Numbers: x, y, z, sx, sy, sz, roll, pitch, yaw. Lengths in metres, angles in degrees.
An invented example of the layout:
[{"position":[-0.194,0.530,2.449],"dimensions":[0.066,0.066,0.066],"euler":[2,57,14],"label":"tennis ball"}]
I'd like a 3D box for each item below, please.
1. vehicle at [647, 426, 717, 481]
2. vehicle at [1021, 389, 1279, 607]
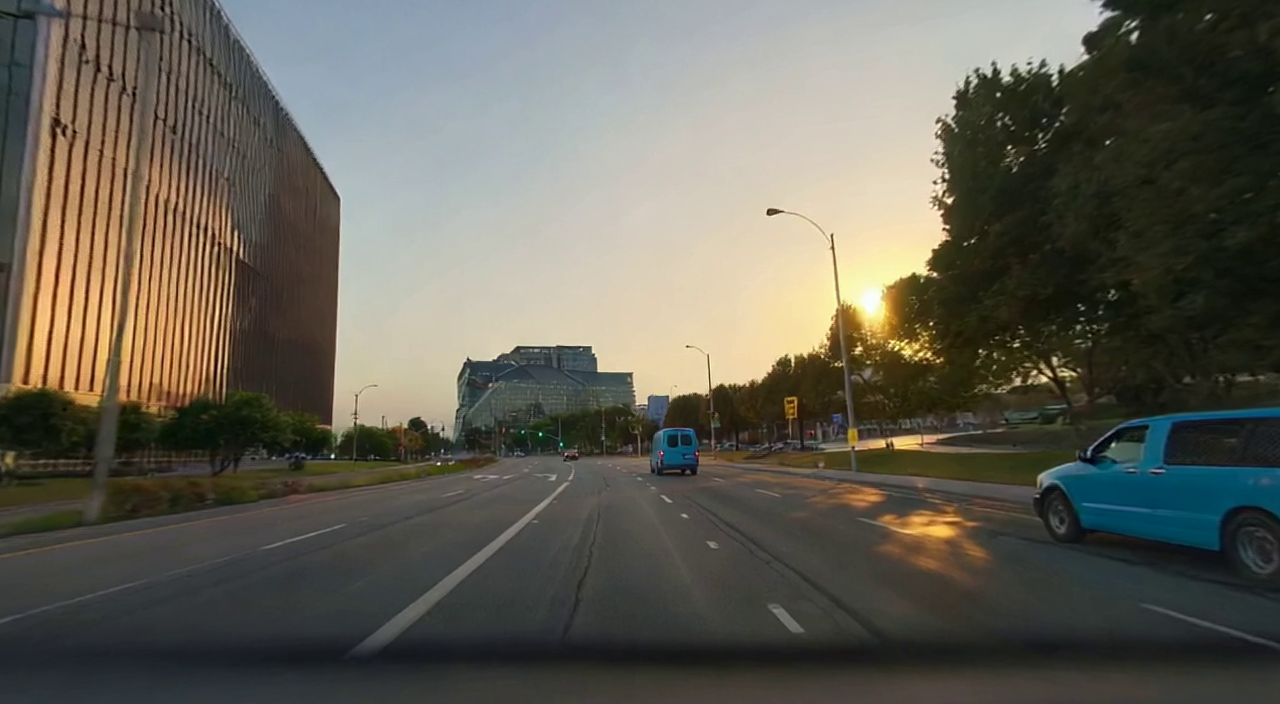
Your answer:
[{"position":[1.747,4.500,28.122],"dimensions":[2.339,2.244,4.817],"euler":[1,-9,-5],"label":"vehicle"},{"position":[6.099,1.309,5.999],"dimensions":[1.992,1.726,4.434],"euler":[0,-9,-2],"label":"vehicle"}]
